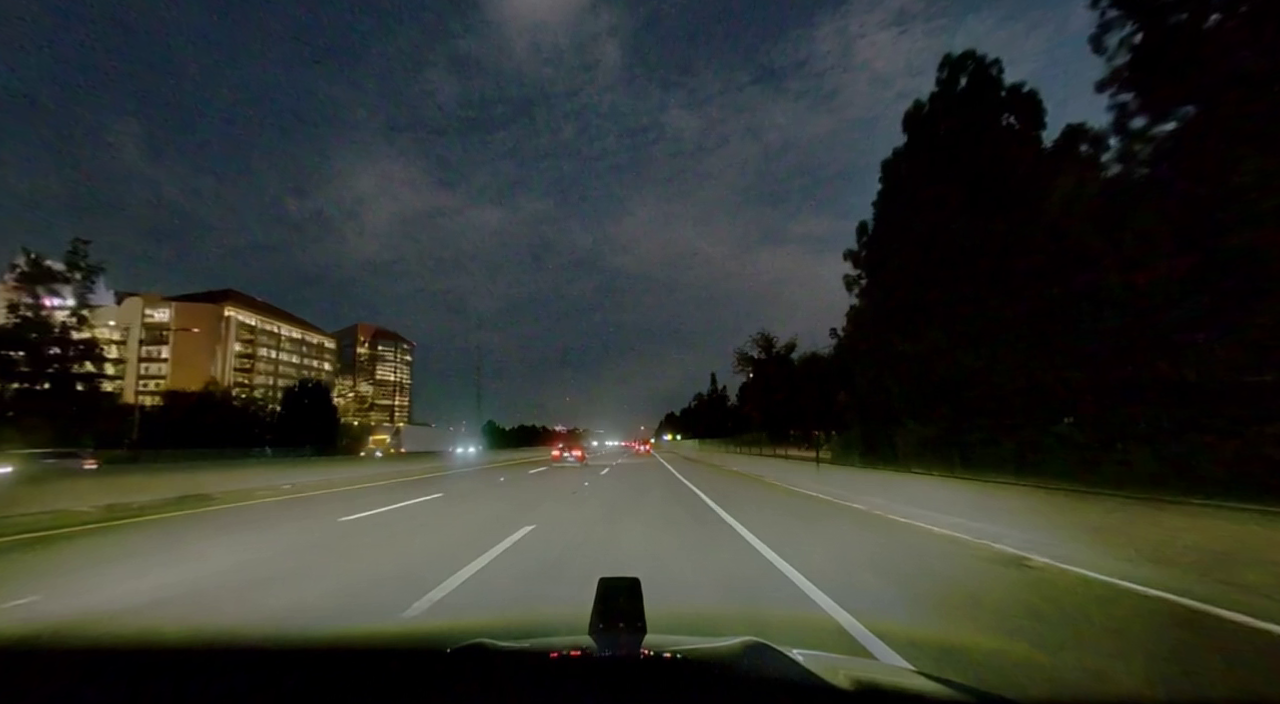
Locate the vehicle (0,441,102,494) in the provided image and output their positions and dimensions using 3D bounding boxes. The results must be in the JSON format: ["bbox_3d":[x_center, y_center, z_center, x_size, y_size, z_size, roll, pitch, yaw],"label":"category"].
[{"bbox_3d":[-23.373,4.265,23.528,2.153,1.818,4.831,0,-8,2],"label":"vehicle"}]

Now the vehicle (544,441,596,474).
[{"bbox_3d":[-3.247,4.973,29.970,1.926,1.464,4.186,0,-8,1],"label":"vehicle"}]
